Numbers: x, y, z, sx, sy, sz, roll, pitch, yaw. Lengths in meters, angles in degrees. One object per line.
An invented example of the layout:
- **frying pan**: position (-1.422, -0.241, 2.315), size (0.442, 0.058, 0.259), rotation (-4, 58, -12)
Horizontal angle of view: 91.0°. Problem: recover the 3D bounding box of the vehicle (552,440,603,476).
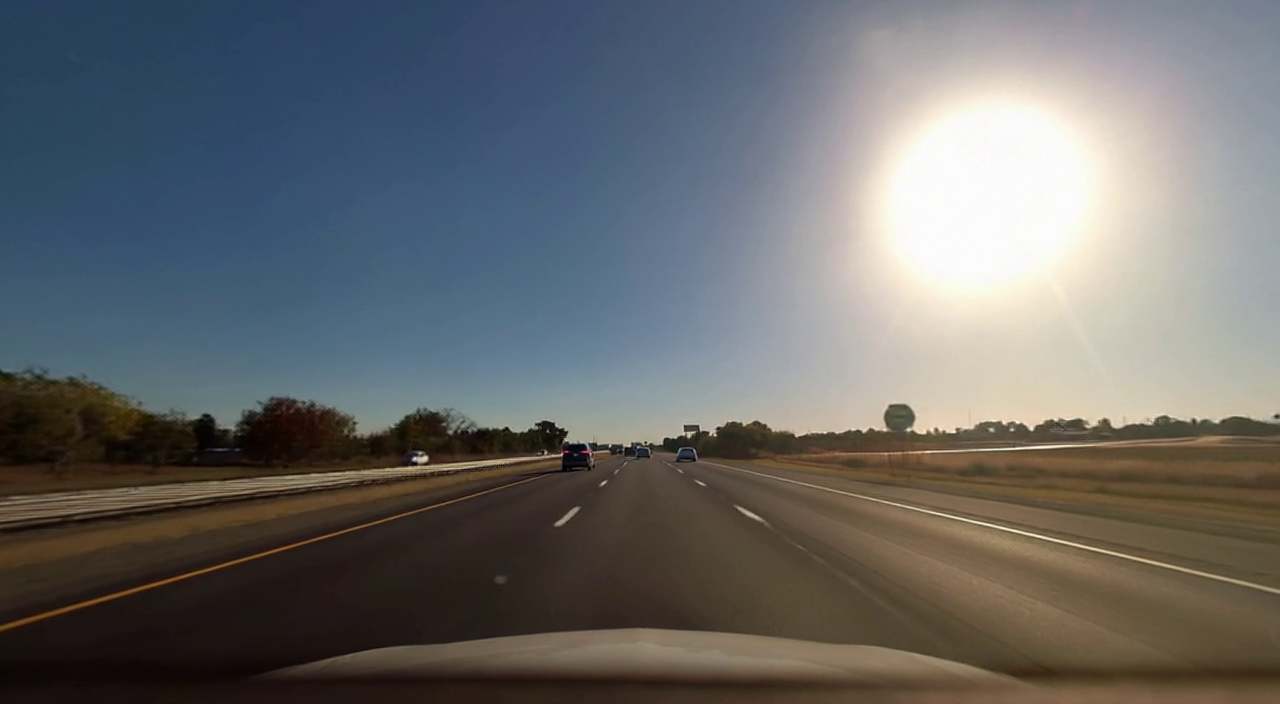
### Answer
- **vehicle**: position (-3.112, 5.385, 32.304), size (2.070, 1.707, 4.309), rotation (0, -9, 1)
